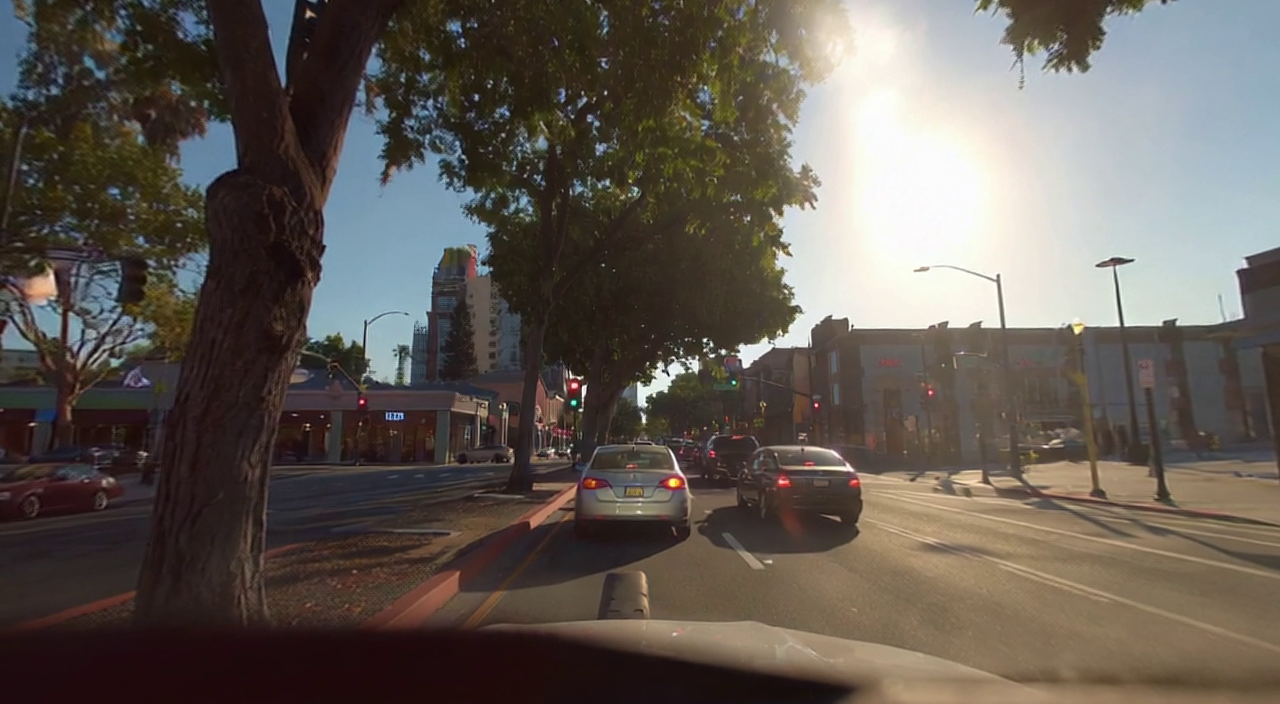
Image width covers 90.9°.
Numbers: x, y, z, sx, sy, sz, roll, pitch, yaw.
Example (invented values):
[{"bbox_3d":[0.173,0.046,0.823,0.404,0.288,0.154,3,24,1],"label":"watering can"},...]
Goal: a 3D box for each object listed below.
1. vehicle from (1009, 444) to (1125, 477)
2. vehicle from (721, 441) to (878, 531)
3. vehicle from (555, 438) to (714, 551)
[{"bbox_3d":[22.364,5.681,33.166,4.610,1.622,1.934,-1,-8,4],"label":"vehicle"},{"bbox_3d":[2.901,2.520,12.533,1.893,1.446,4.270,0,-8,-1],"label":"vehicle"},{"bbox_3d":[-0.117,2.185,10.418,2.087,1.456,4.143,0,-8,-1],"label":"vehicle"}]
